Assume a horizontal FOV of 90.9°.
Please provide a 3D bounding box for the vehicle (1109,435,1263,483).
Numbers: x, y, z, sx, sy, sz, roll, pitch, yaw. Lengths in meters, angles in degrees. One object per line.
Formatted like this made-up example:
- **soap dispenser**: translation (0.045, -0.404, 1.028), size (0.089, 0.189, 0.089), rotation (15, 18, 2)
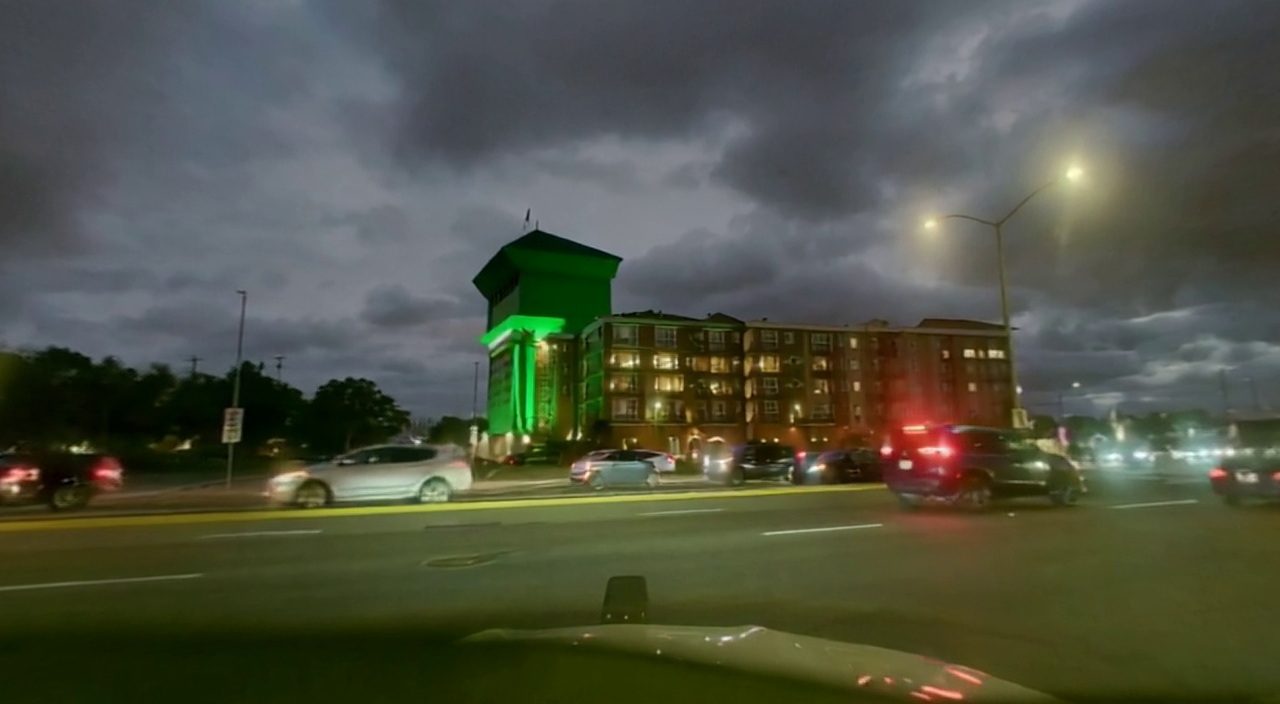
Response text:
- **vehicle**: translation (19.165, 3.703, 22.140), size (4.795, 1.465, 1.882), rotation (2, -9, -21)

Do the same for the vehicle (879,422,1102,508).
- **vehicle**: translation (7.964, 2.497, 14.408), size (4.284, 1.692, 2.031), rotation (2, -9, -20)

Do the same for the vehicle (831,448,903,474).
- **vehicle**: translation (15.967, 7.617, 44.248), size (4.604, 1.600, 1.875), rotation (3, -9, -23)

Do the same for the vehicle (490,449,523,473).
- **vehicle**: translation (-9.310, 7.531, 43.779), size (1.845, 1.509, 3.855), rotation (2, -9, -18)

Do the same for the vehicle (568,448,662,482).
- **vehicle**: translation (-1.469, 6.537, 36.788), size (5.127, 1.803, 2.011), rotation (2, -9, -21)

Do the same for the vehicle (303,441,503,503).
- **vehicle**: translation (-6.472, 3.273, 17.617), size (4.921, 1.453, 1.894), rotation (2, -9, -20)

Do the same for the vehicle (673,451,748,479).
- **vehicle**: translation (4.404, 6.990, 39.291), size (4.215, 1.575, 1.884), rotation (3, -9, -23)
